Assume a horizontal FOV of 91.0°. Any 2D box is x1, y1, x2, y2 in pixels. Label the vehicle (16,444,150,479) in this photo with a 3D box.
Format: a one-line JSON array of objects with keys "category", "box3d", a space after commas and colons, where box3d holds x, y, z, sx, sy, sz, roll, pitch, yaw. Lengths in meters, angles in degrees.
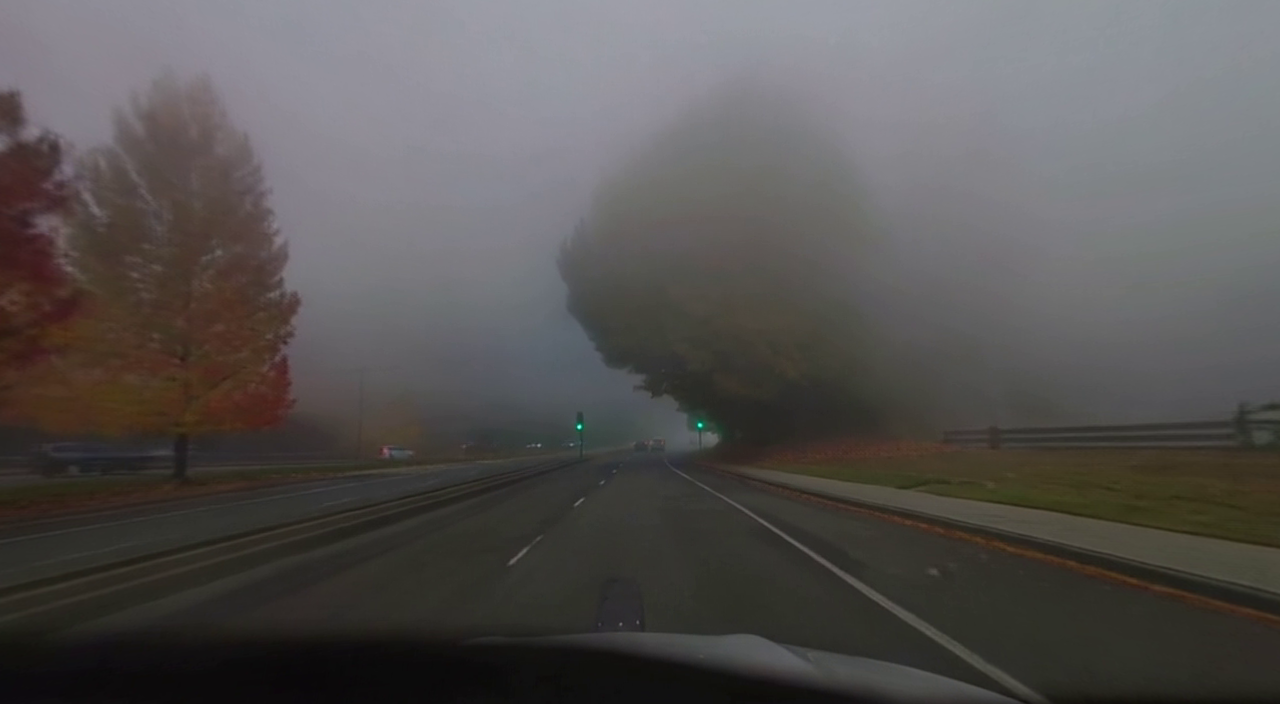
[{"category": "vehicle", "box3d": [-33.821, 6.604, 38.493, 2.242, 1.955, 5.600, -3, -9, 19]}]
